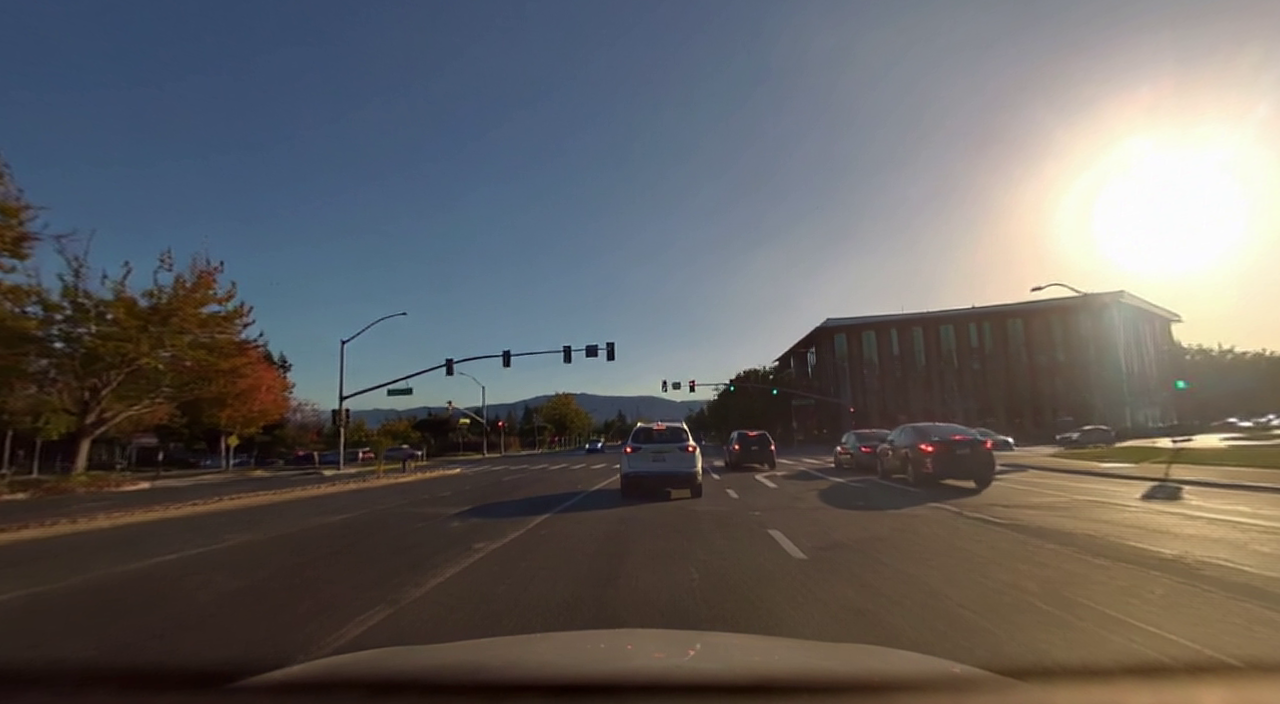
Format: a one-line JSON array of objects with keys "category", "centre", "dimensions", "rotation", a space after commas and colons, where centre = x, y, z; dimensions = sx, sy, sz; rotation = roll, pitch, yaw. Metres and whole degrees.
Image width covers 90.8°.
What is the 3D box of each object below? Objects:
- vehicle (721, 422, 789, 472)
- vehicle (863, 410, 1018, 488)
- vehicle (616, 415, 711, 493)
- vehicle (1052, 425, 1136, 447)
[{"category": "vehicle", "centre": [4.523, 3.831, 25.509], "dimensions": [2.188, 1.774, 4.646], "rotation": [-1, -9, 4]}, {"category": "vehicle", "centre": [7.756, 2.577, 16.891], "dimensions": [2.074, 1.791, 4.393], "rotation": [-1, -9, 2]}, {"category": "vehicle", "centre": [0.655, 2.709, 16.991], "dimensions": [2.211, 1.795, 4.179], "rotation": [-1, -9, 3]}, {"category": "vehicle", "centre": [32.287, 6.003, 45.104], "dimensions": [4.596, 1.468, 1.785], "rotation": [-6, -10, 31]}]
